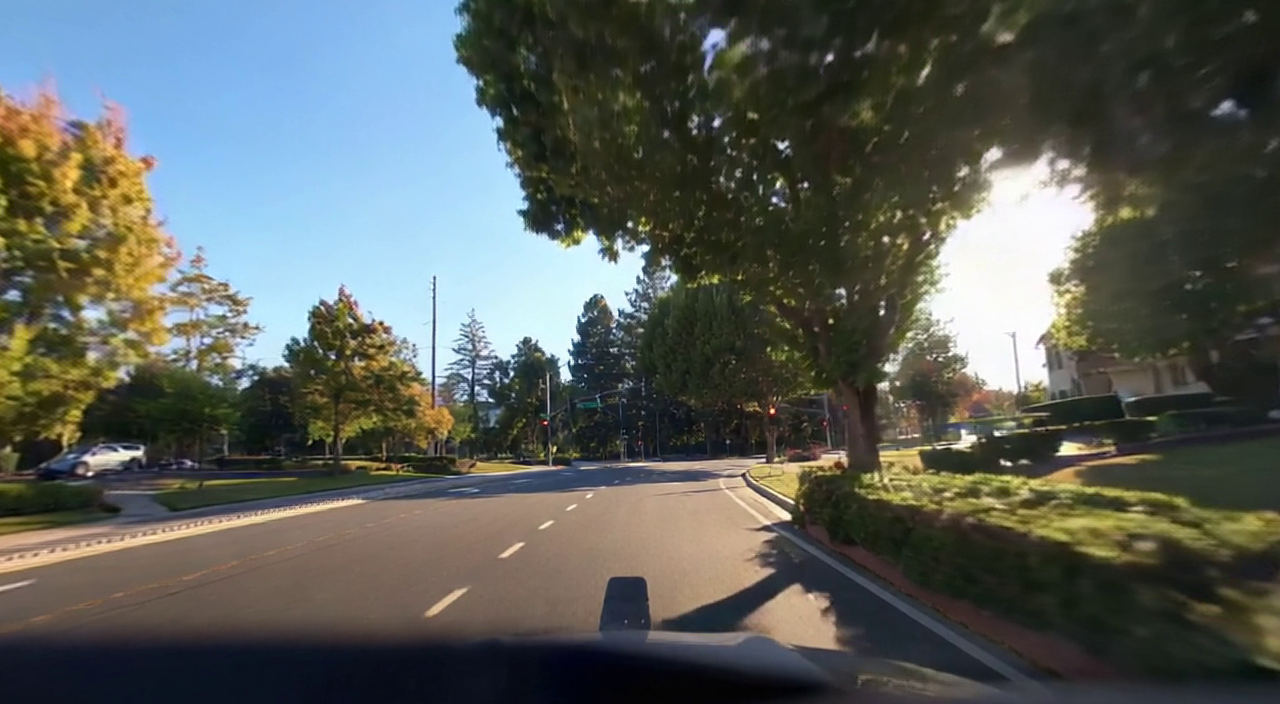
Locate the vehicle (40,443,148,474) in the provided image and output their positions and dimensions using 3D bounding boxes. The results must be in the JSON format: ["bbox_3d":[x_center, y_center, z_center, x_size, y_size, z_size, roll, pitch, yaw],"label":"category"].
[{"bbox_3d":[-33.413,6.517,38.781,1.913,1.779,4.959,-1,-9,5],"label":"vehicle"}]

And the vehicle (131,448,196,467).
[{"bbox_3d":[-36.650,8.109,48.483,3.737,1.444,1.680,-1,-9,6],"label":"vehicle"}]
